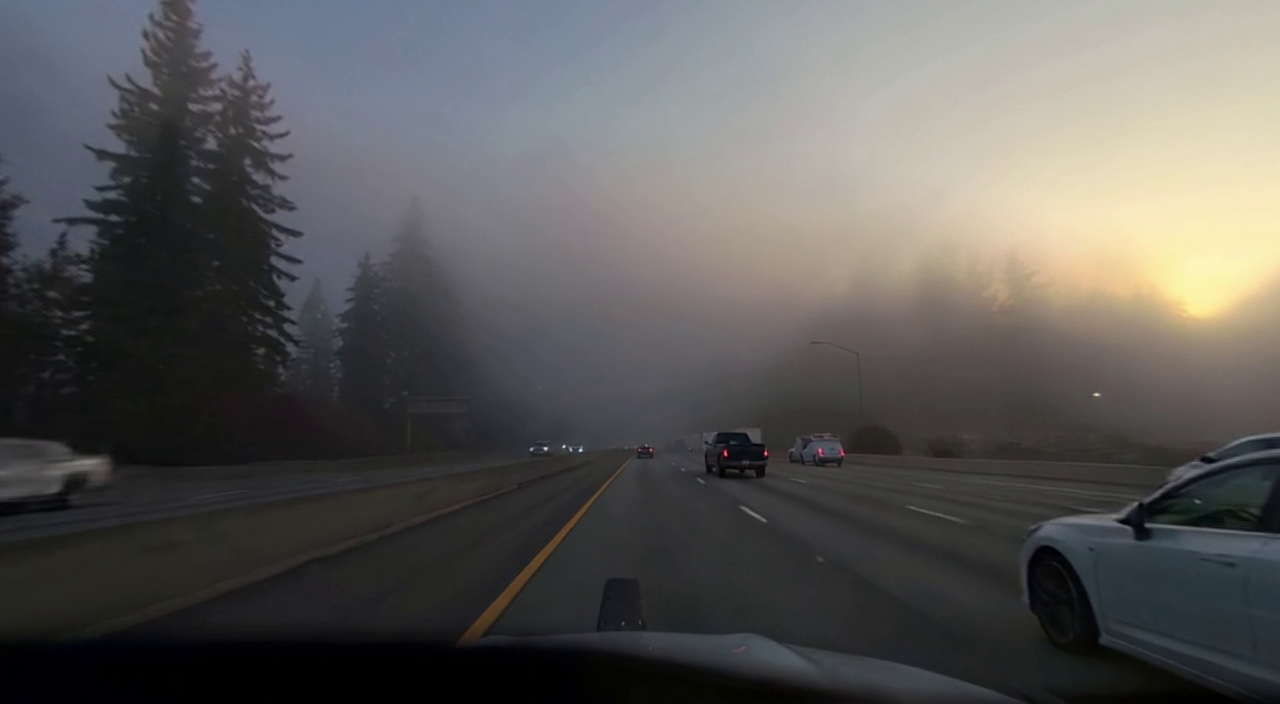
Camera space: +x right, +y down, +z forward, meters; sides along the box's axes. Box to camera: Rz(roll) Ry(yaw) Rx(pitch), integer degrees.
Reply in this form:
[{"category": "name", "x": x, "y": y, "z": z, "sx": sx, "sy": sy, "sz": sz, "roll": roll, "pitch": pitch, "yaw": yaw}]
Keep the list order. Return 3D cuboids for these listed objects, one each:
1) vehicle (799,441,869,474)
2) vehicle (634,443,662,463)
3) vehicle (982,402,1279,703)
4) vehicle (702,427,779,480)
[{"category": "vehicle", "x": 9.425, "y": 5.160, "z": 30.923, "sx": 2.002, "sy": 1.500, "sz": 4.715, "roll": -1, "pitch": -9, "yaw": 1}, {"category": "vehicle", "x": 0.613, "y": 7.846, "z": 48.939, "sx": 2.052, "sy": 1.472, "sz": 4.295, "roll": -1, "pitch": -9, "yaw": 0}, {"category": "vehicle", "x": 3.393, "y": 0.860, "z": 2.019, "sx": 1.904, "sy": 1.453, "sz": 4.789, "roll": -1, "pitch": -9, "yaw": 0}, {"category": "vehicle", "x": 3.916, "y": 4.123, "z": 25.637, "sx": 2.206, "sy": 1.902, "sz": 5.460, "roll": -1, "pitch": -9, "yaw": 0}]
